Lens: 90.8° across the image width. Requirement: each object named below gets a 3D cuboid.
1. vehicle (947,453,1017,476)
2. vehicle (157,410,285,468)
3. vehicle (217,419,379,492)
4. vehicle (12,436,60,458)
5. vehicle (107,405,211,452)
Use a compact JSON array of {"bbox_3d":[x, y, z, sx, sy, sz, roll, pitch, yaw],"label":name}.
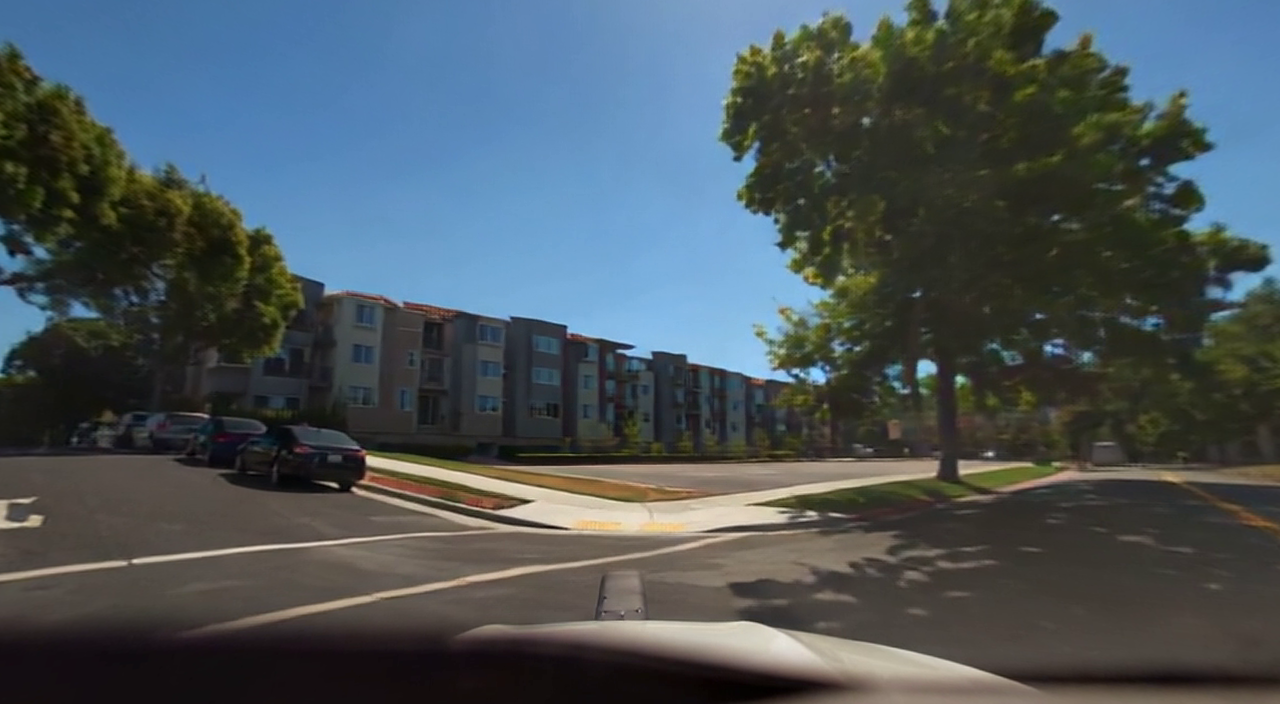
[{"bbox_3d":[24.812,8.146,45.932,4.115,1.580,1.702,-7,-11,41],"label":"vehicle"},{"bbox_3d":[-12.173,2.536,18.256,4.393,1.478,1.776,-7,-11,39],"label":"vehicle"},{"bbox_3d":[-7.971,2.360,14.575,4.322,1.436,1.827,-8,-12,41],"label":"vehicle"},{"bbox_3d":[-41.160,6.475,43.028,4.047,1.451,1.778,-7,-11,40],"label":"vehicle"},{"bbox_3d":[-17.132,2.766,22.419,4.402,1.513,1.879,-7,-11,40],"label":"vehicle"}]
